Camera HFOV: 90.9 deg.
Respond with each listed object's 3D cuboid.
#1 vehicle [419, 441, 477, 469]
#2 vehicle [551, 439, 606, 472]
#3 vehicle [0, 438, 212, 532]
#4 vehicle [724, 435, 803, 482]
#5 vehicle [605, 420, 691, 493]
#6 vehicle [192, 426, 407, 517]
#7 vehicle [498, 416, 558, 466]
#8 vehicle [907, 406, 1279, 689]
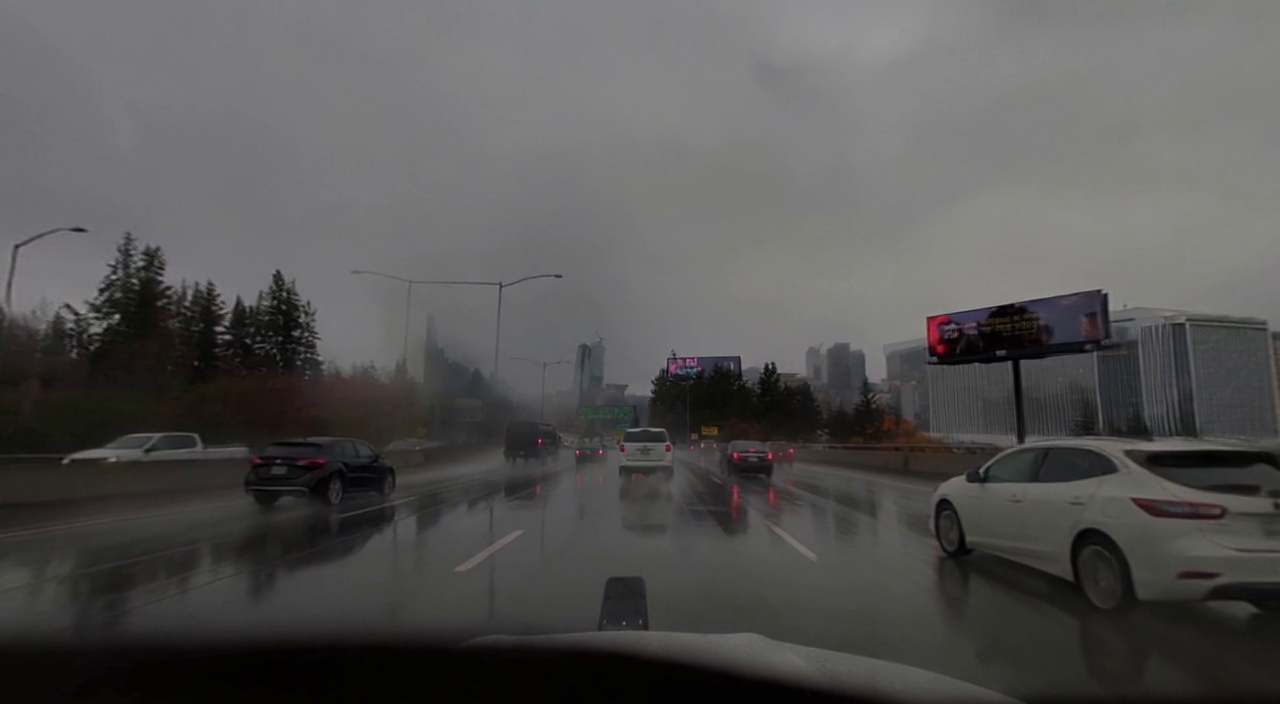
[{"bbox_3d":[-10.659,5.747,35.324,1.923,1.480,3.905,0,-8,1],"label":"vehicle"},{"bbox_3d":[-2.975,5.105,31.488,2.079,1.499,4.512,0,-8,2],"label":"vehicle"},{"bbox_3d":[-10.828,2.395,12.079,1.970,1.441,4.555,0,-8,2],"label":"vehicle"},{"bbox_3d":[4.278,3.758,22.559,1.942,1.487,4.518,0,-8,0],"label":"vehicle"},{"bbox_3d":[0.253,3.024,18.651,2.209,1.863,4.626,0,-8,1],"label":"vehicle"},{"bbox_3d":[-6.982,2.476,13.630,2.021,1.632,4.417,0,-8,2],"label":"vehicle"},{"bbox_3d":[-6.791,5.545,39.295,2.358,2.817,7.055,0,-8,1],"label":"vehicle"},{"bbox_3d":[4.324,1.357,5.614,1.915,1.482,4.537,0,-8,0],"label":"vehicle"}]
